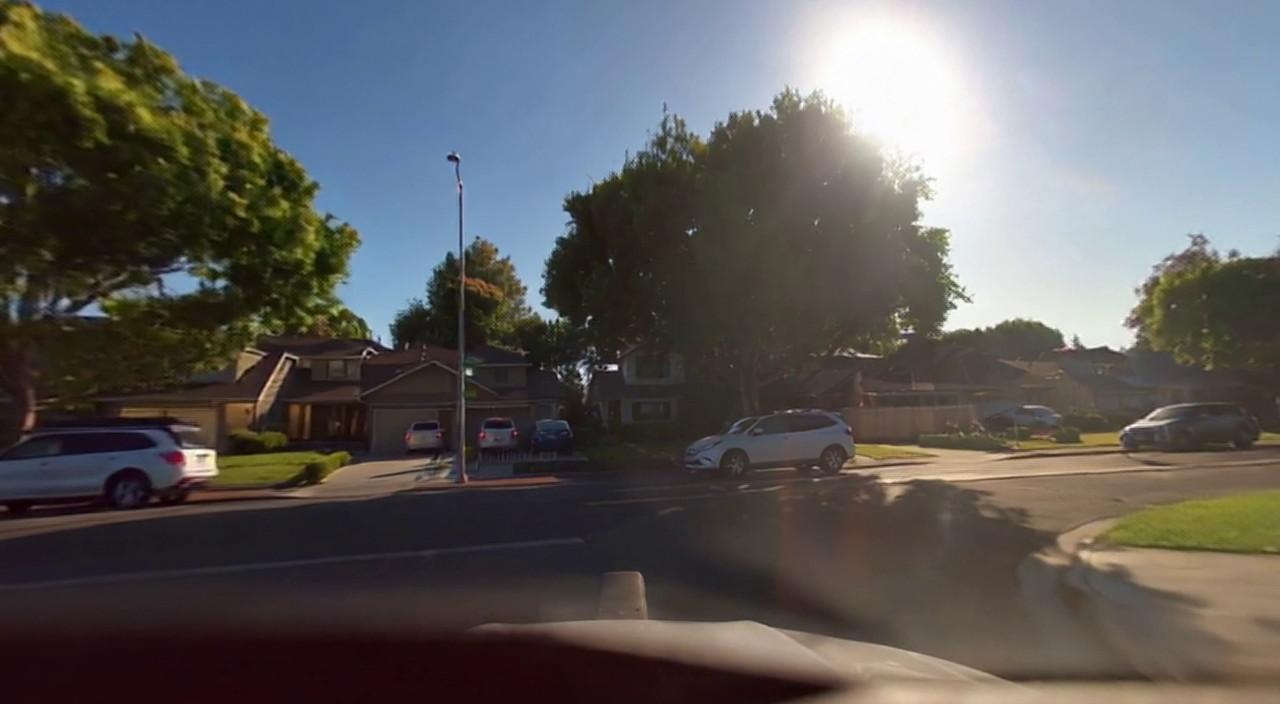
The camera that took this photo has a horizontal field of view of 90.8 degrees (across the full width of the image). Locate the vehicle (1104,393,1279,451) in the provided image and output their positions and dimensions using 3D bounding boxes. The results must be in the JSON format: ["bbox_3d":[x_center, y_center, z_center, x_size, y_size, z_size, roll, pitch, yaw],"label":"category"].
[{"bbox_3d":[19.625,2.486,22.347,5.179,1.847,2.219,1,-10,-15],"label":"vehicle"}]

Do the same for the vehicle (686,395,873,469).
[{"bbox_3d":[4.020,2.419,18.661,4.919,1.969,2.104,2,-9,-10],"label":"vehicle"}]

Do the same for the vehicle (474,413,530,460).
[{"bbox_3d":[-6.598,3.973,29.718,2.278,1.969,5.533,2,-8,-15],"label":"vehicle"}]

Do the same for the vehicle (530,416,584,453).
[{"bbox_3d":[-4.211,4.168,31.530,2.005,1.699,4.234,2,-9,-16],"label":"vehicle"}]

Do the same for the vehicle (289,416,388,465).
[{"bbox_3d":[-13.908,4.083,28.955,2.307,2.043,5.475,8,-12,-44],"label":"vehicle"}]

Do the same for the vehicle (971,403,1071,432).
[{"bbox_3d":[22.469,3.940,37.461,1.967,1.523,4.619,5,-10,-29],"label":"vehicle"}]

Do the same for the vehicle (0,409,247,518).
[{"bbox_3d":[-12.772,2.548,14.847,5.419,2.292,2.272,2,-7,-15],"label":"vehicle"}]

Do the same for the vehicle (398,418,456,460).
[{"bbox_3d":[-10.390,4.333,31.209,2.391,1.894,5.075,2,-9,-16],"label":"vehicle"}]
